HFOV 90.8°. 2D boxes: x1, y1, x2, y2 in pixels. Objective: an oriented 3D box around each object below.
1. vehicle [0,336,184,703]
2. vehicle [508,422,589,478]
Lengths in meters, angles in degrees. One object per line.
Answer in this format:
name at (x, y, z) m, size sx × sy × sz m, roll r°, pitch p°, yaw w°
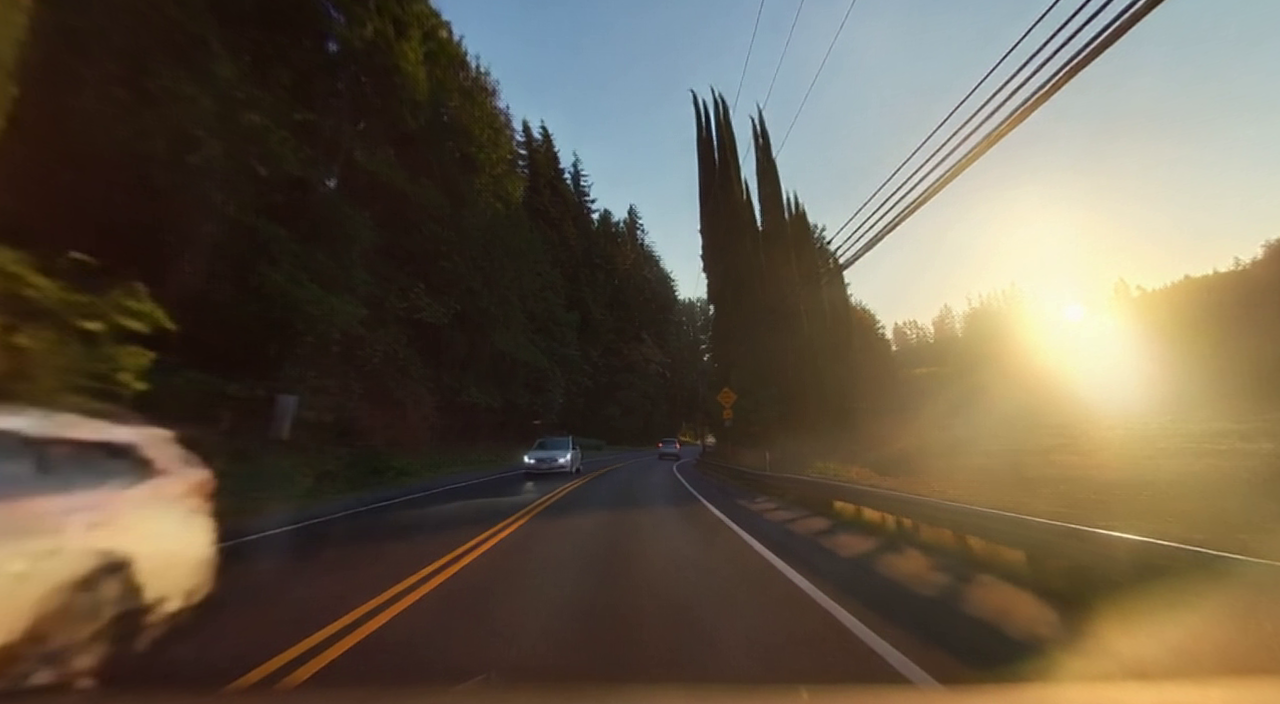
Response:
vehicle at (-3.822, 0.654, 1.408) m, size 2.120 × 1.821 × 4.650 m, roll 0°, pitch -9°, yaw 0°
vehicle at (-3.542, 3.963, 25.662) m, size 2.343 × 1.998 × 4.973 m, roll -1°, pitch -9°, yaw 2°
